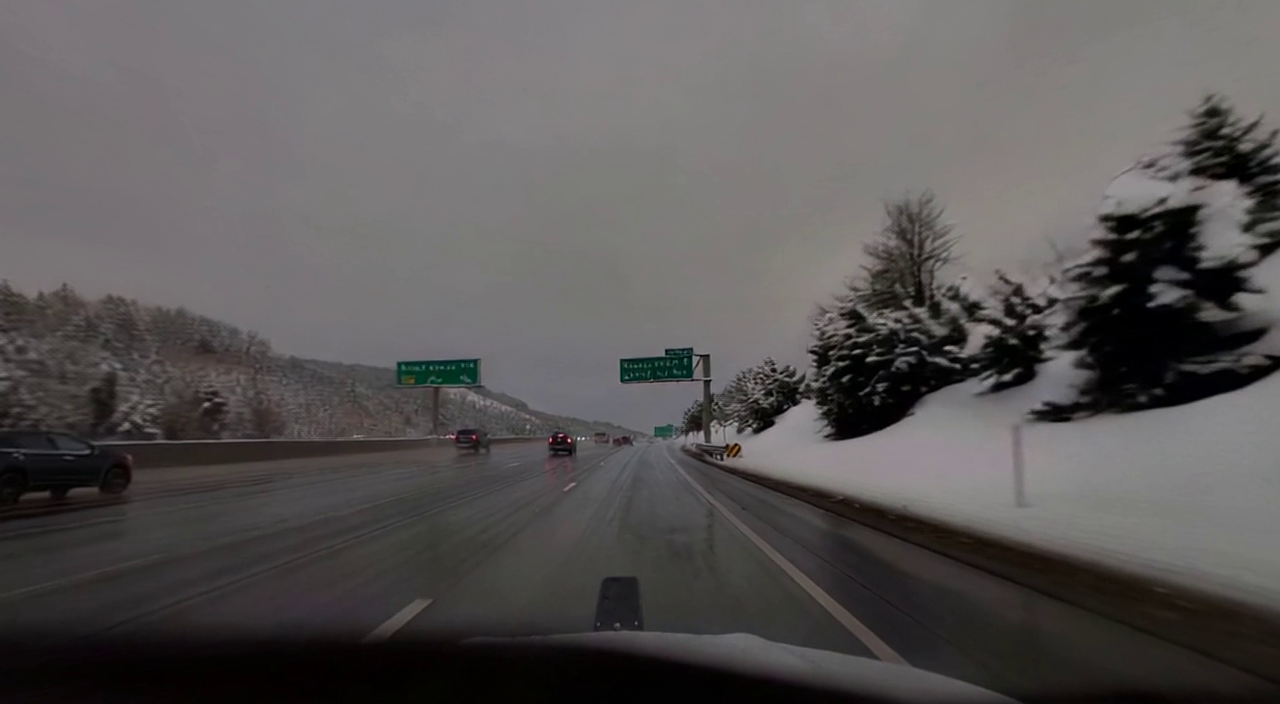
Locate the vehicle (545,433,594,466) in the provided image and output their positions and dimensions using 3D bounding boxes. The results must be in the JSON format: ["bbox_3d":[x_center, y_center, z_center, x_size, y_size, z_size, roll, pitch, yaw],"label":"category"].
[{"bbox_3d":[-3.424,4.842,31.405,1.931,1.492,4.076,0,-8,1],"label":"vehicle"}]

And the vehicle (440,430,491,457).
[{"bbox_3d":[-11.981,6.365,43.702,2.076,1.766,4.831,0,-8,1],"label":"vehicle"}]

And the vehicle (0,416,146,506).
[{"bbox_3d":[-12.706,2.141,12.518,2.035,1.630,4.527,0,-8,1],"label":"vehicle"}]
